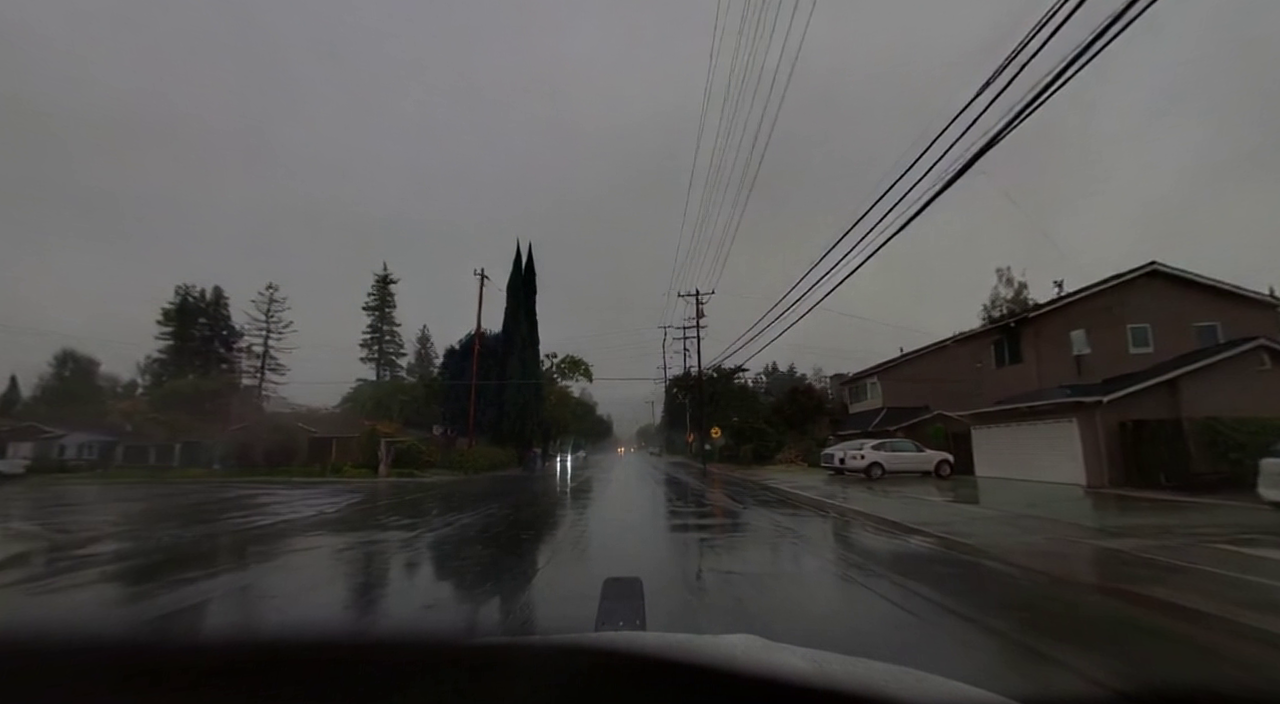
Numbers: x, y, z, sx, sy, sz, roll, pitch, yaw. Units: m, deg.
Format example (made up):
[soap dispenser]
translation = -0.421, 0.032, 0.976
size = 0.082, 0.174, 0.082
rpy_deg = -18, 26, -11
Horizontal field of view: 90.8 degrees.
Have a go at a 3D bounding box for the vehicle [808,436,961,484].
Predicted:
[vehicle]
translation = 9.079, 4.043, 23.840
size = 4.846, 1.577, 2.146
rpy_deg = -1, -9, 0
